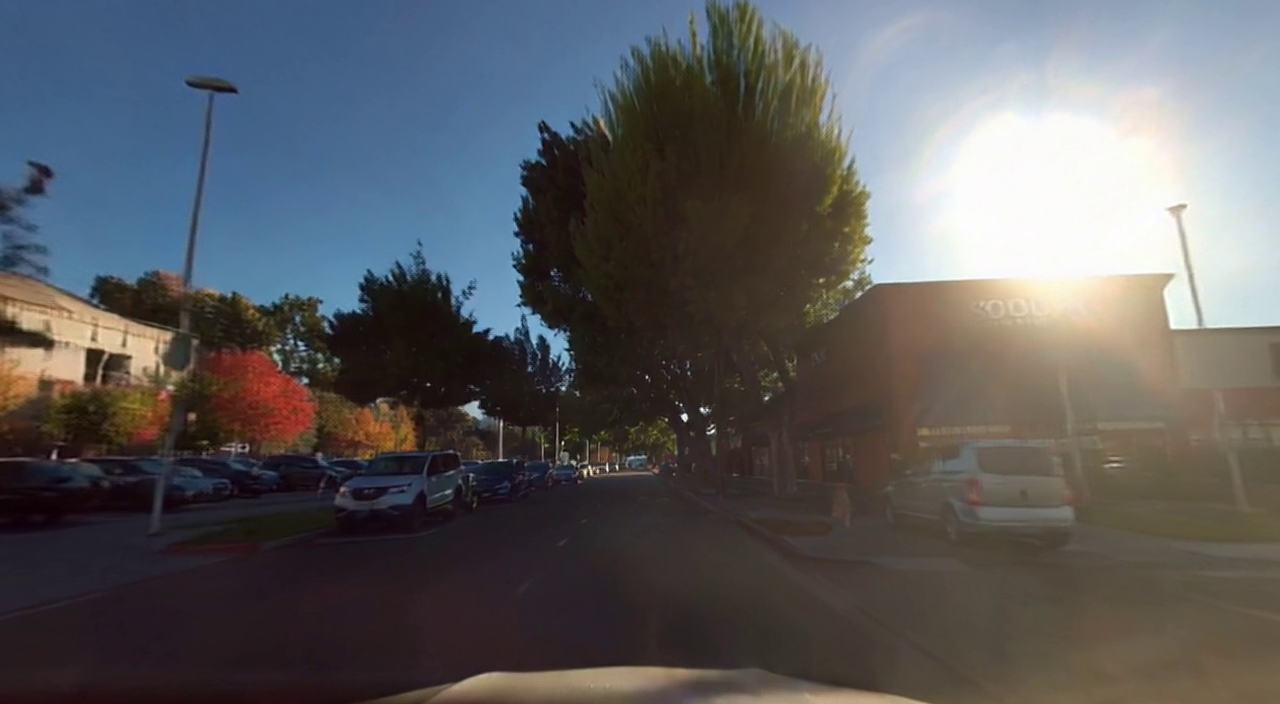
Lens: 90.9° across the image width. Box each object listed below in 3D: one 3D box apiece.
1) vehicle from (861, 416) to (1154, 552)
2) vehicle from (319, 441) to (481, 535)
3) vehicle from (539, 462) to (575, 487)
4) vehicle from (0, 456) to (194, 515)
[{"bbox_3d":[5.717,2.171,10.755,2.054,1.779,4.650,1,-10,-2],"label":"vehicle"},{"bbox_3d":[-5.871,3.437,16.400,2.196,2.001,5.548,1,-10,-2],"label":"vehicle"},{"bbox_3d":[-5.651,8.429,43.542,1.832,1.623,4.424,0,-10,0],"label":"vehicle"},{"bbox_3d":[-16.606,4.042,19.259,4.368,1.645,1.950,0,-10,1],"label":"vehicle"}]
